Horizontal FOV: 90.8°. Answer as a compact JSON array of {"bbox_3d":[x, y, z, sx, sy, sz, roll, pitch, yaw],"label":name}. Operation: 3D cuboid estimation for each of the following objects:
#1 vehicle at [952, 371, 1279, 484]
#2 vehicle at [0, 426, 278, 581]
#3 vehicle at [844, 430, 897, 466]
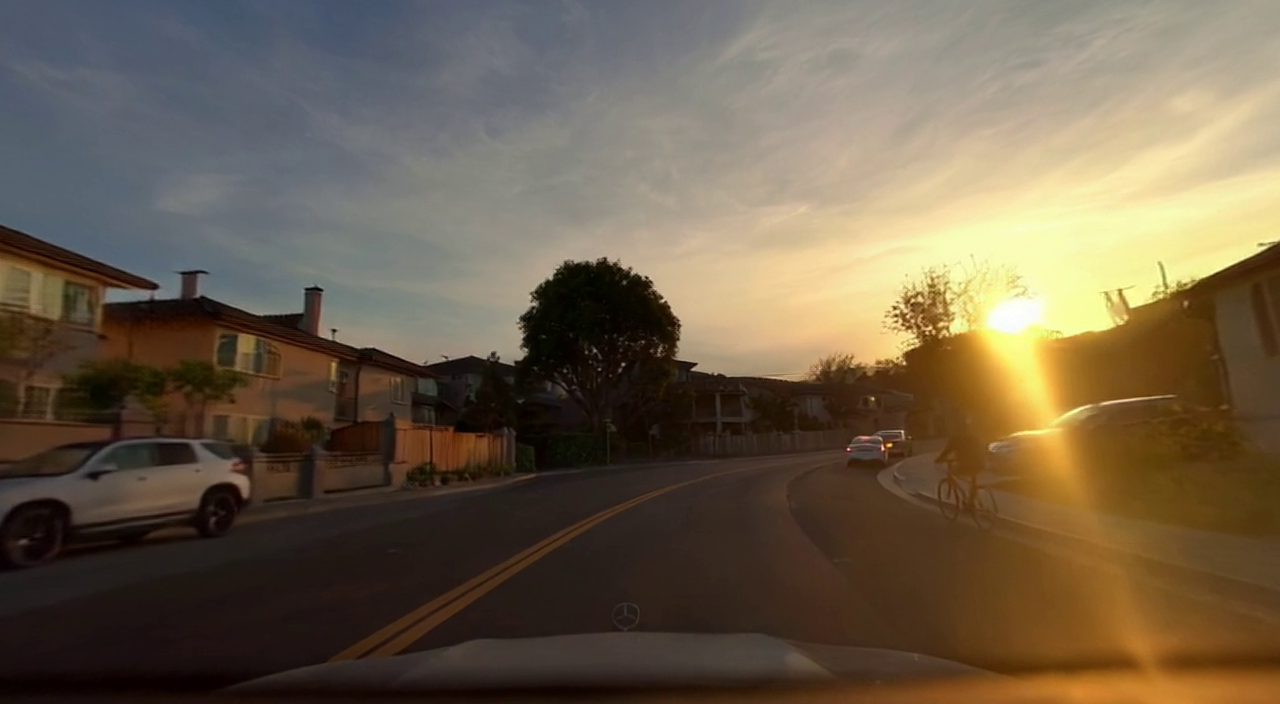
[{"bbox_3d":[11.372,1.890,15.397,6.099,1.973,2.450,-7,-9,9],"label":"vehicle"},{"bbox_3d":[-7.630,1.962,8.960,1.937,1.670,4.391,-1,-9,8],"label":"vehicle"},{"bbox_3d":[11.951,4.965,32.615,2.105,1.705,4.392,-4,-9,25],"label":"vehicle"}]
